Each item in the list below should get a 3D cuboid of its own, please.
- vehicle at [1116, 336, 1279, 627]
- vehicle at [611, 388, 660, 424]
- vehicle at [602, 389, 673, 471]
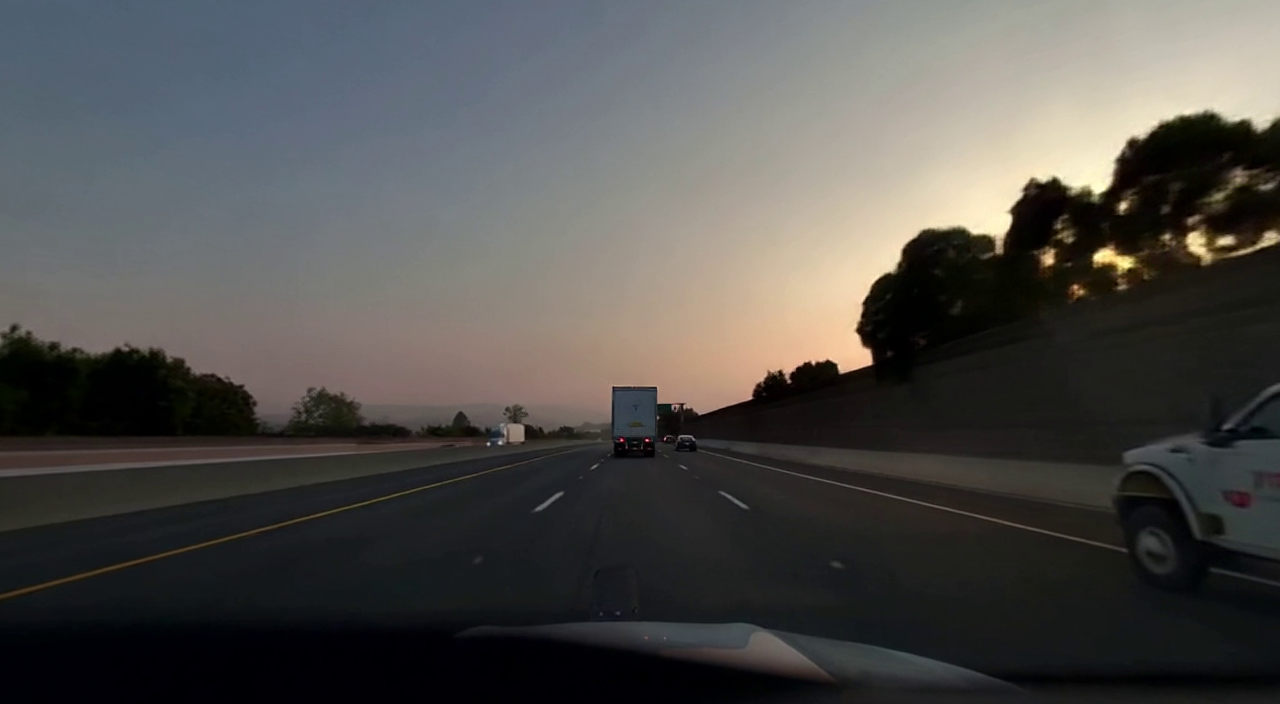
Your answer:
[{"bbox_3d":[5.115,0.677,2.932,2.091,1.829,4.625,0,-8,-1],"label":"vehicle"},{"bbox_3d":[-0.200,2.534,28.926,2.112,1.472,4.240,0,-8,0],"label":"vehicle"},{"bbox_3d":[-0.296,4.068,33.059,2.953,3.406,13.372,0,-7,-2],"label":"vehicle"}]
